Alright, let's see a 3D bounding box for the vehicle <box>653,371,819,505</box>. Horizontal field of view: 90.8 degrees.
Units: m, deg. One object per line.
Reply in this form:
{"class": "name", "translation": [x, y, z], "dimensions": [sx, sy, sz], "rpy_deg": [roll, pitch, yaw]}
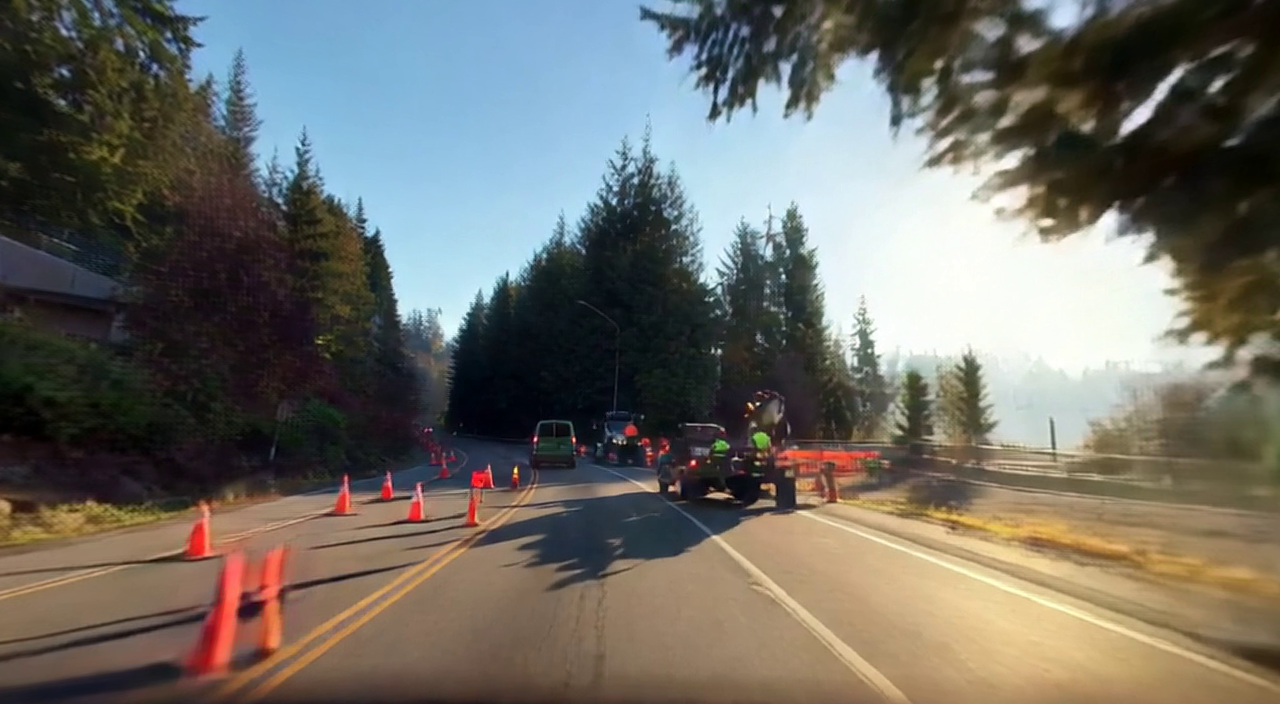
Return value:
{"class": "vehicle", "translation": [2.498, 2.697, 20.130], "dimensions": [3.126, 3.310, 8.534], "rpy_deg": [1, -8, -6]}

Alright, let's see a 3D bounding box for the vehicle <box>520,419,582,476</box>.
{"class": "vehicle", "translation": [-3.996, 4.176, 27.720], "dimensions": [2.362, 2.223, 4.892], "rpy_deg": [2, -9, -11]}

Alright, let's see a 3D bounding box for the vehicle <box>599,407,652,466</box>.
{"class": "vehicle", "translation": [-0.886, 4.721, 35.024], "dimensions": [2.703, 3.066, 4.047], "rpy_deg": [1, -9, -5]}
